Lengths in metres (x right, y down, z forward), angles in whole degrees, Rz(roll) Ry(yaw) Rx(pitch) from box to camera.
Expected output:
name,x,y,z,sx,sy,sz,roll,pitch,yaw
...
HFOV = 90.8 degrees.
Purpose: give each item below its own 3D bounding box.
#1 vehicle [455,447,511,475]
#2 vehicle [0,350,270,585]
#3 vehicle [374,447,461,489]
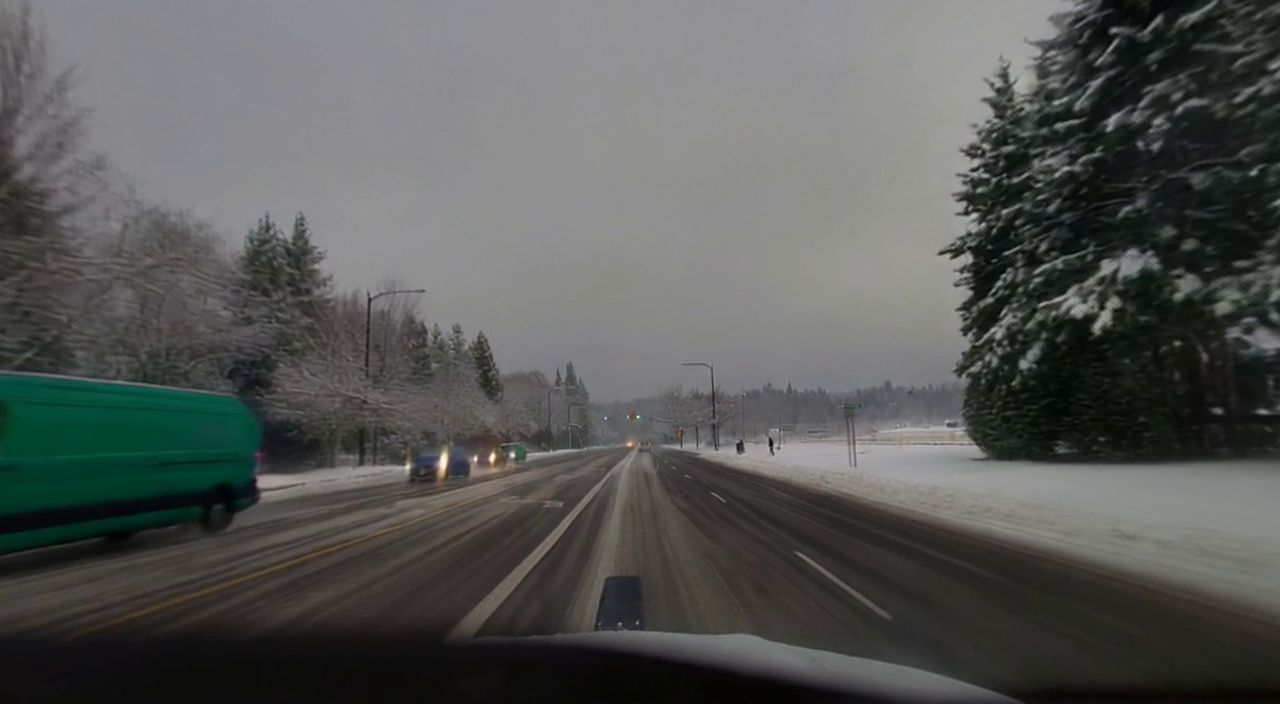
name,x,y,z,sx,sy,sz,roll,pitch,yaw
vehicle,-8.874,6.150,36.014,1.940,1.452,4.441,-1,-8,2
vehicle,-8.838,1.648,9.379,2.617,2.736,6.621,-1,-8,0
vehicle,-8.881,4.633,25.636,1.959,1.469,4.369,0,-8,0
